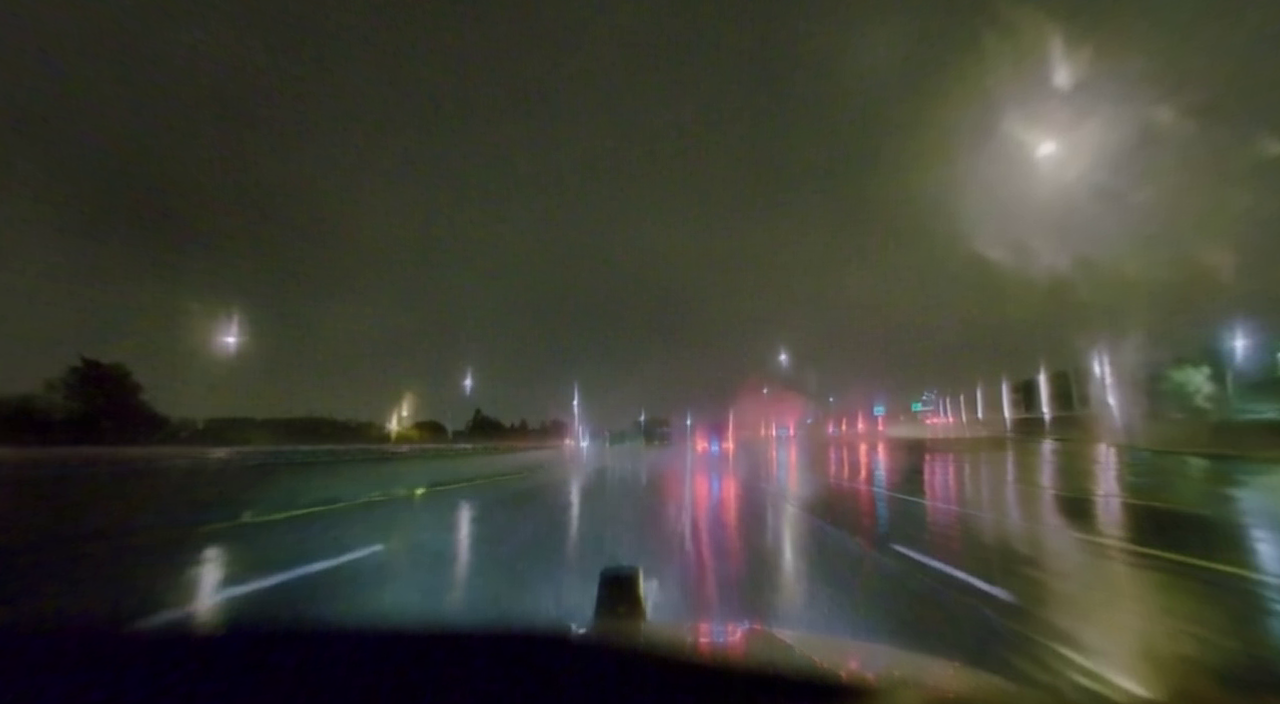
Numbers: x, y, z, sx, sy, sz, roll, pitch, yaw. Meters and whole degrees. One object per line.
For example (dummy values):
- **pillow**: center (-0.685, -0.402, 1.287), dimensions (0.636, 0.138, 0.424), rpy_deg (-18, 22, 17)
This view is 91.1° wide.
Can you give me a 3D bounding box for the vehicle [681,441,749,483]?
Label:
- **vehicle**: center (2.710, 4.097, 23.693), dimensions (2.124, 1.405, 4.398), rpy_deg (0, -8, 1)
